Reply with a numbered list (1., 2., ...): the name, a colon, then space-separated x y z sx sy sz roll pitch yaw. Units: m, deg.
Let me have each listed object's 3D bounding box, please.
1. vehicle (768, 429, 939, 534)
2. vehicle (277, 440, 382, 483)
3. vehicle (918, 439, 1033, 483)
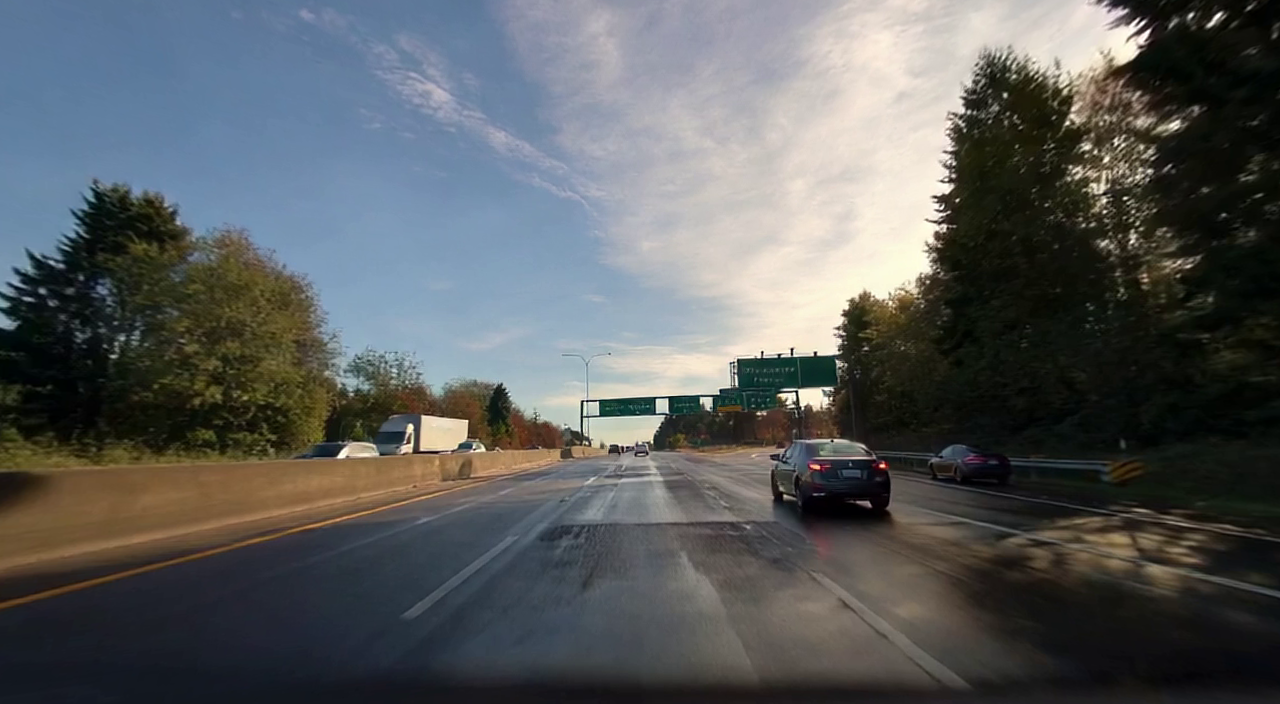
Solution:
1. vehicle: 3.670 2.271 11.664 1.909 1.599 3.943 0 -8 2
2. vehicle: -12.153 4.292 25.003 1.901 1.535 4.350 0 -8 1
3. vehicle: 12.068 3.930 23.042 2.002 1.445 4.637 -1 -8 5
